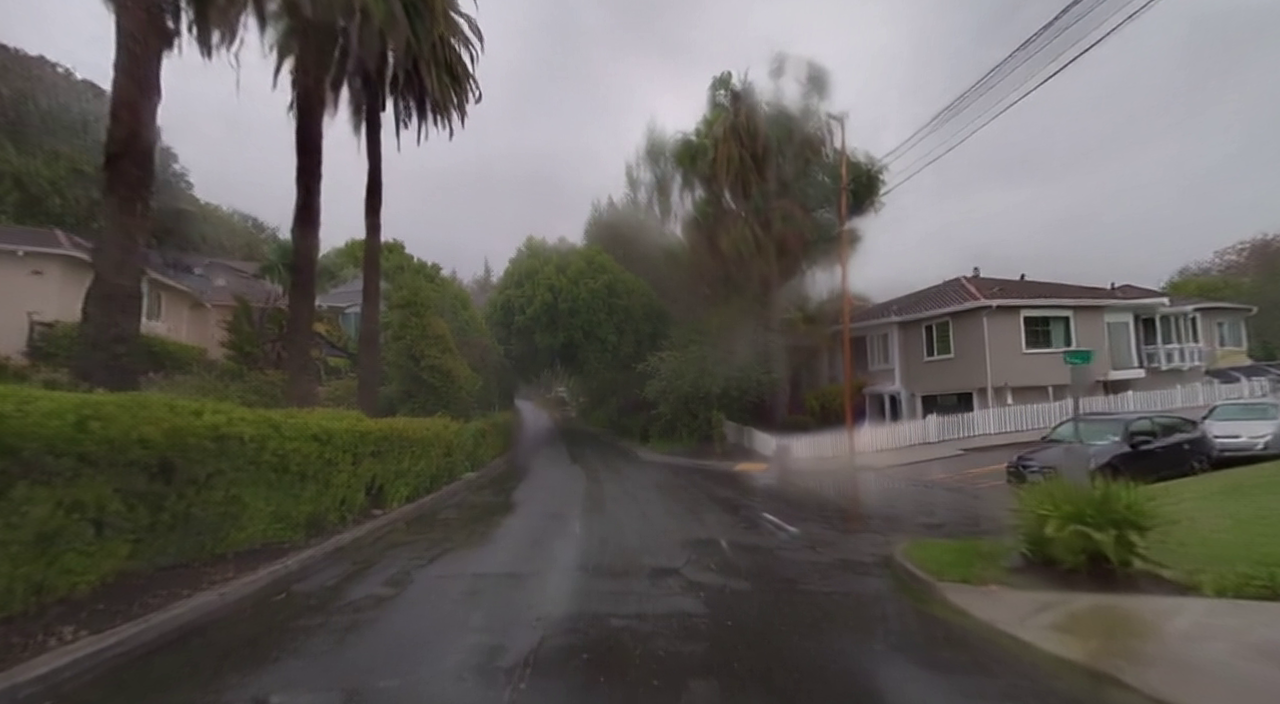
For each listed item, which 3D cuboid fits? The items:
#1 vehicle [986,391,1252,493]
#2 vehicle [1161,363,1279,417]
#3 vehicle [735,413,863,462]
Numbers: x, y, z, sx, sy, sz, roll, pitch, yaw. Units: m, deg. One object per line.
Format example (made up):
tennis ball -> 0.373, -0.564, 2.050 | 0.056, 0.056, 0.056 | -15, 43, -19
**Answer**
vehicle -> 10.387, 2.017, 13.814 | 4.443, 1.948, 2.230 | 2, -11, -16
vehicle -> 24.371, 1.641, 25.925 | 4.980, 1.925, 2.001 | 3, -9, -19
vehicle -> 7.359, 3.998, 29.020 | 5.663, 1.913, 2.170 | 6, -11, -26
